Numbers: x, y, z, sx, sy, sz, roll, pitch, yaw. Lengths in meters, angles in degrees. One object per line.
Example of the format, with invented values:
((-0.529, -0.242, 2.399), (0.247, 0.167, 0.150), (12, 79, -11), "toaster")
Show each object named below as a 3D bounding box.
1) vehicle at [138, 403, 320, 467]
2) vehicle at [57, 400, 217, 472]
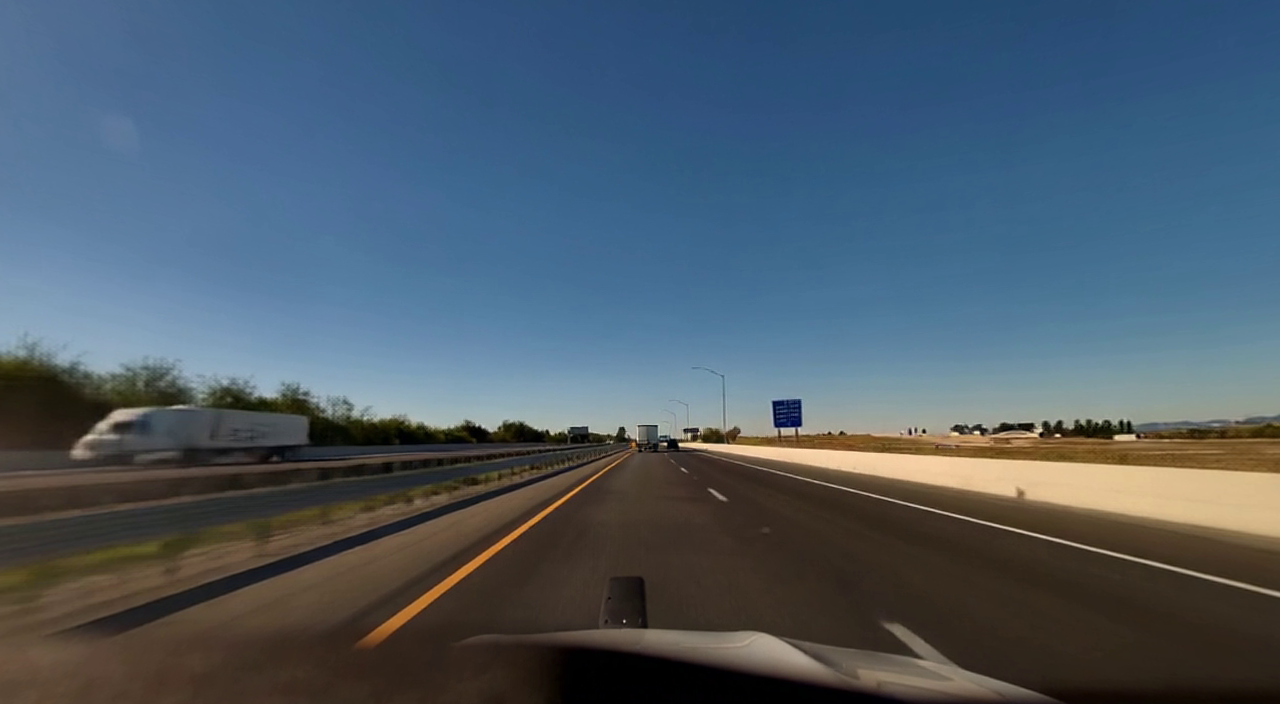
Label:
((-31.288, 6.660, 49.808), (2.899, 4.188, 16.557), (0, -8, 2), "vehicle")
((-31.535, 5.401, 40.199), (3.254, 4.072, 8.127), (0, -8, 1), "vehicle")
